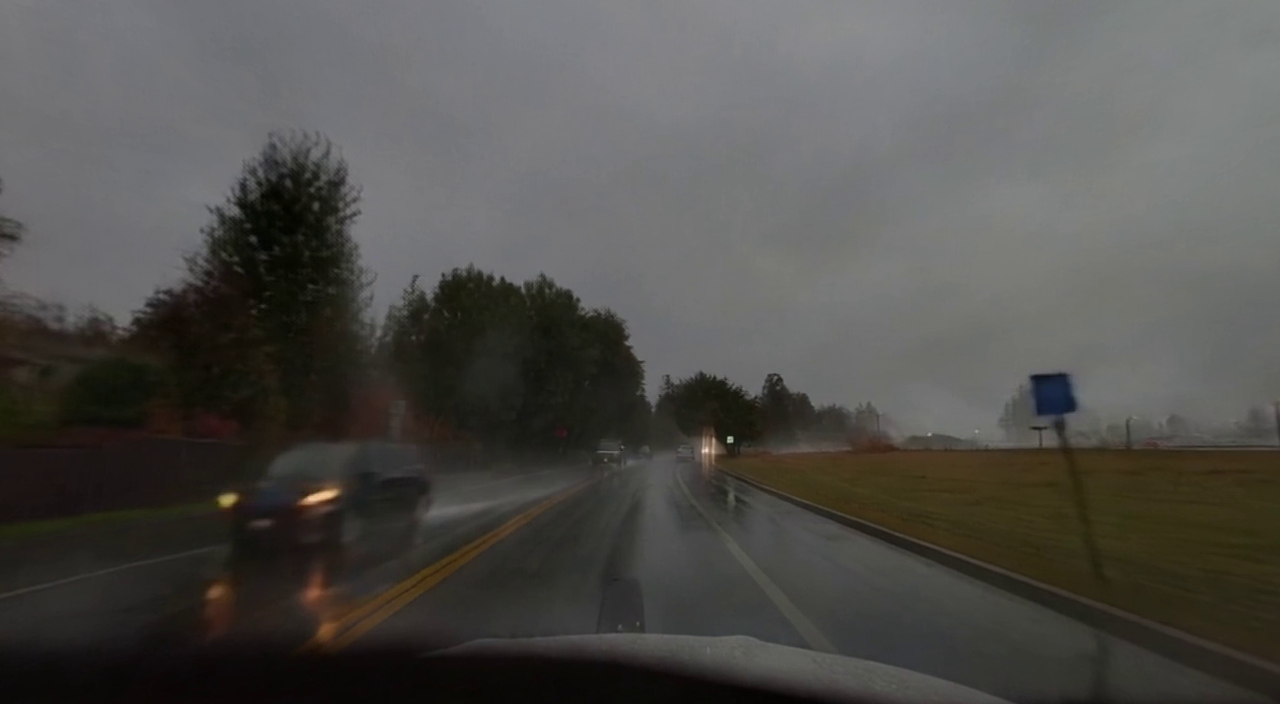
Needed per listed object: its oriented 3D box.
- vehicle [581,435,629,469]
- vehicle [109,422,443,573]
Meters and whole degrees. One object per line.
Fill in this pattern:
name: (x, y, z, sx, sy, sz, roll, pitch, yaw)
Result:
vehicle: (-2.555, 7.704, 49.001, 2.825, 2.376, 7.468, -1, -8, 4)
vehicle: (-4.569, 1.874, 8.964, 2.049, 1.566, 4.387, -1, -8, 1)
